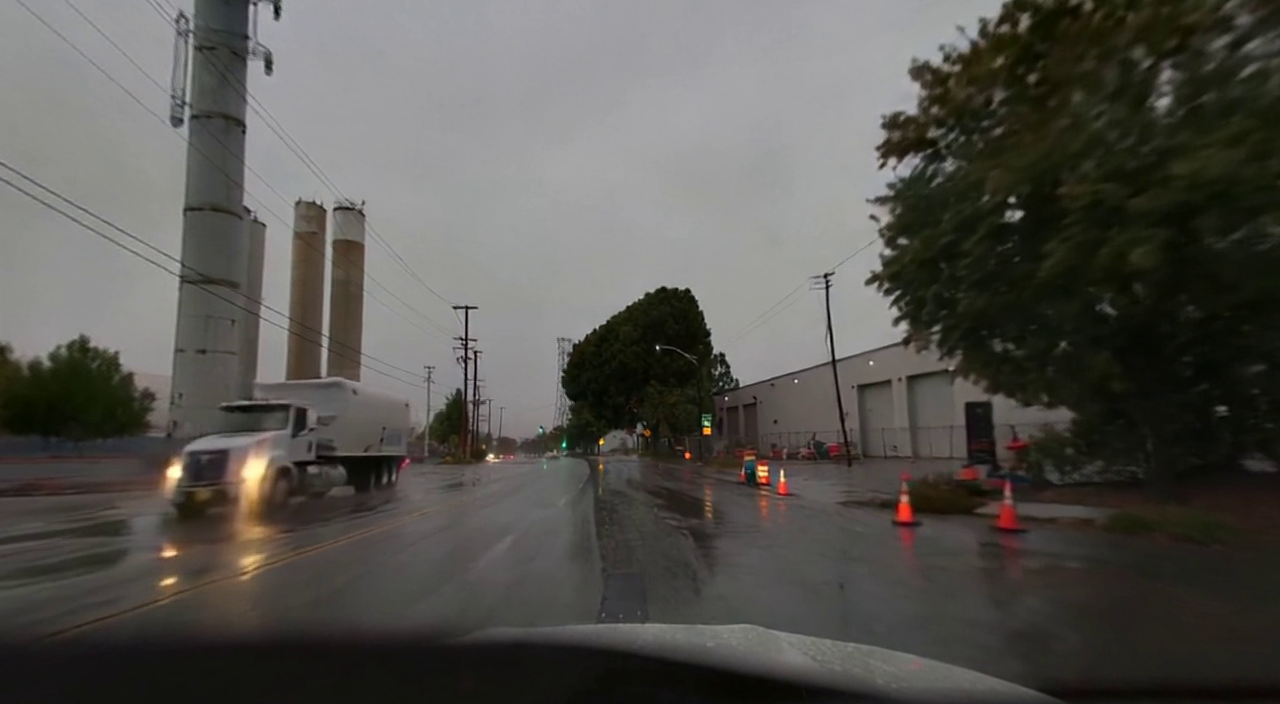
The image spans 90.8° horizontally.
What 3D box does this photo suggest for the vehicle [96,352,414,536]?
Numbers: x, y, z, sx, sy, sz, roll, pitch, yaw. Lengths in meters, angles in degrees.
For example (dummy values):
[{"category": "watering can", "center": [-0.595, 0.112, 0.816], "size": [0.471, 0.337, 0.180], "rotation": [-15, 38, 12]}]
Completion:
[{"category": "vehicle", "center": [-8.204, 2.216, 15.198], "size": [2.991, 3.173, 7.929], "rotation": [-1, -9, -3]}]
